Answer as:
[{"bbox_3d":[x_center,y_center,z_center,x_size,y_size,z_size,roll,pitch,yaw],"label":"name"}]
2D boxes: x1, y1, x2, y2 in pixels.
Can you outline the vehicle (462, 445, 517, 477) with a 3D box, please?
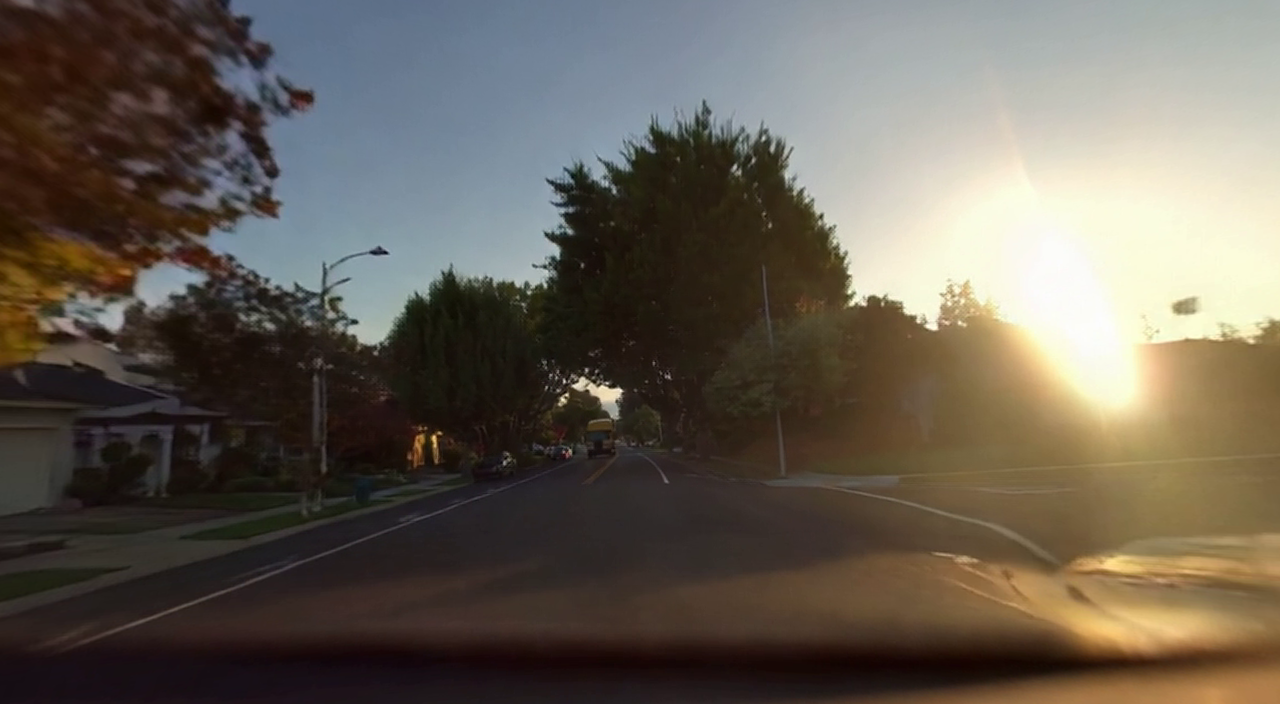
[{"bbox_3d":[-8.853,6.447,37.599,2.119,1.775,4.643,0,-9,1],"label":"vehicle"}]
